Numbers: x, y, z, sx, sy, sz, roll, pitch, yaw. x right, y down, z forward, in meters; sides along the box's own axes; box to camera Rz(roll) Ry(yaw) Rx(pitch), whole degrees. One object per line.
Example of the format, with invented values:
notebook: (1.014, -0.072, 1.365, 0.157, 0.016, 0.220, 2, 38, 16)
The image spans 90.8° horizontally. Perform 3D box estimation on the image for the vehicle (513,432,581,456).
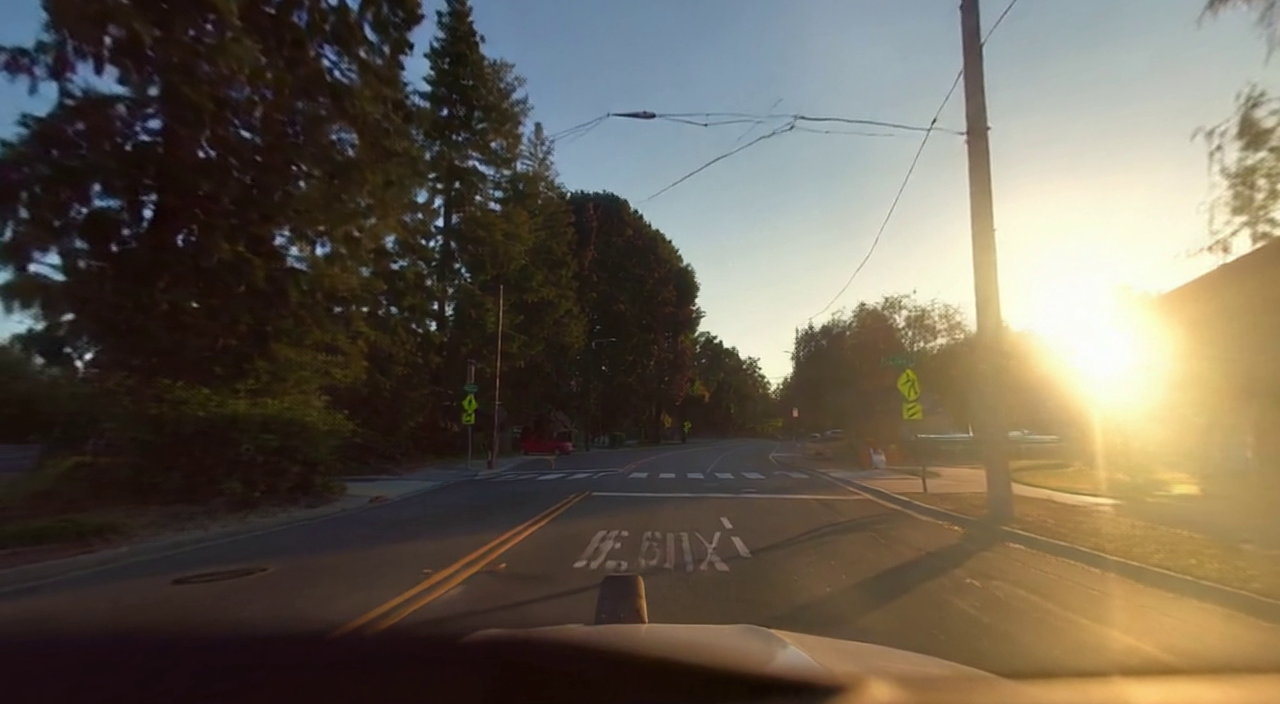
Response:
vehicle: (-6.608, 6.571, 44.977, 4.377, 1.596, 1.836, -3, -9, 17)
